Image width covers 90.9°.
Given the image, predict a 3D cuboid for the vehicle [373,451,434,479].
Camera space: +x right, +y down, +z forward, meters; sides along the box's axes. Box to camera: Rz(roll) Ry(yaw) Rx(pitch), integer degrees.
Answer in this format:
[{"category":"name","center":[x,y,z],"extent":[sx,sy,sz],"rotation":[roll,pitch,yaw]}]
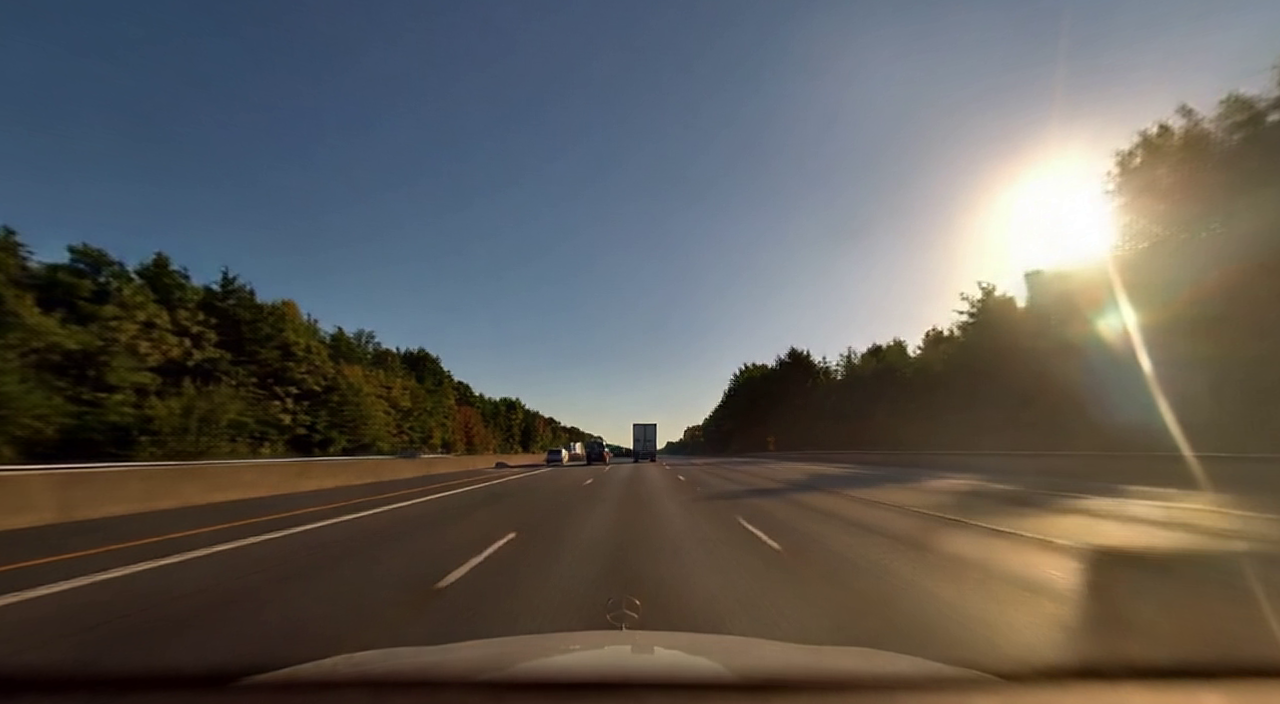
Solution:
[{"category":"vehicle","center":[-13.593,6.499,36.460],"extent":[1.829,1.456,4.195],"rotation":[0,-9,1]}]
